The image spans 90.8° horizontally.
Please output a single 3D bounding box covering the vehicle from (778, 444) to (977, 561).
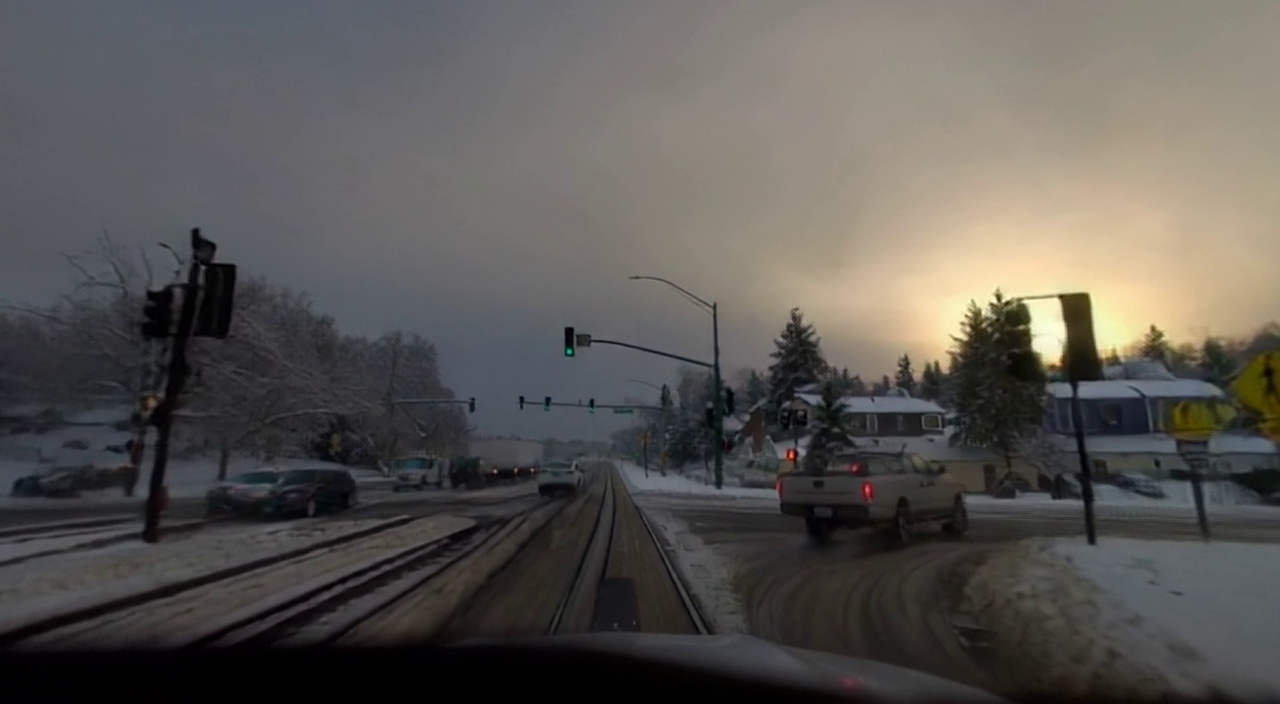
[{"bbox_3d":[5.238,3.014,13.437,2.404,1.926,5.251,-7,-12,37],"label":"vehicle"}]

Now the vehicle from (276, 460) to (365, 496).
[{"bbox_3d":[-14.314,5.661,28.642,1.864,1.456,4.409,1,-10,-2],"label":"vehicle"}]

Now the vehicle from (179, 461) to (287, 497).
[{"bbox_3d":[-18.099,5.646,28.406,1.908,1.482,4.621,1,-10,-2],"label":"vehicle"}]

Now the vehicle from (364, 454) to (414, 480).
[{"bbox_3d":[-19.486,8.912,49.229,1.972,1.898,4.620,0,-10,-1],"label":"vehicle"}]

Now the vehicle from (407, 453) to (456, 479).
[{"bbox_3d":[-15.286,8.390,46.548,2.013,1.787,4.823,0,-10,-1],"label":"vehicle"}]

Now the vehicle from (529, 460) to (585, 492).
[{"bbox_3d":[-4.061,6.190,31.875,2.004,1.482,4.799,0,-10,2],"label":"vehicle"}]
